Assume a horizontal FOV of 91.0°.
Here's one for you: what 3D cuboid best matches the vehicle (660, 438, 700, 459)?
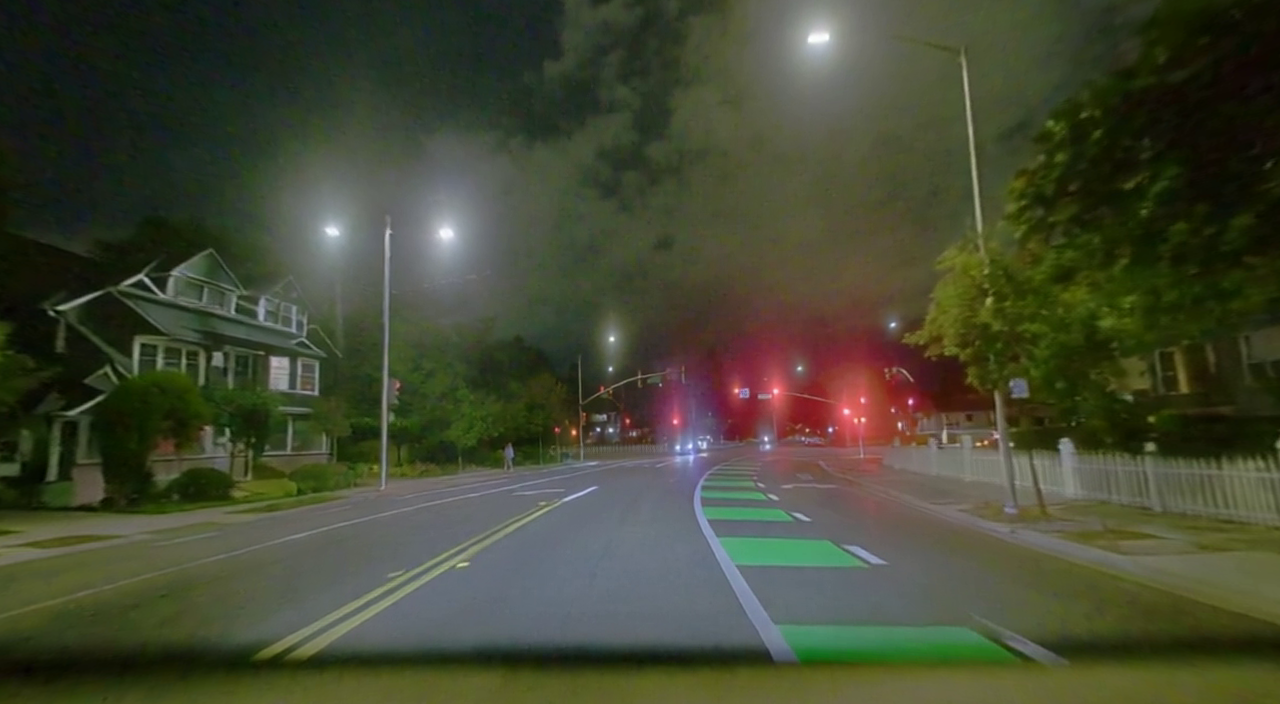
[{"bbox_3d":[3.029,7.062,46.175,1.904,1.489,4.746,-3,-9,16],"label":"vehicle"}]

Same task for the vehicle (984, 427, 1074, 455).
[{"bbox_3d":[23.711,5.448,38.655,1.972,1.477,5.340,-2,-7,-2],"label":"vehicle"}]
